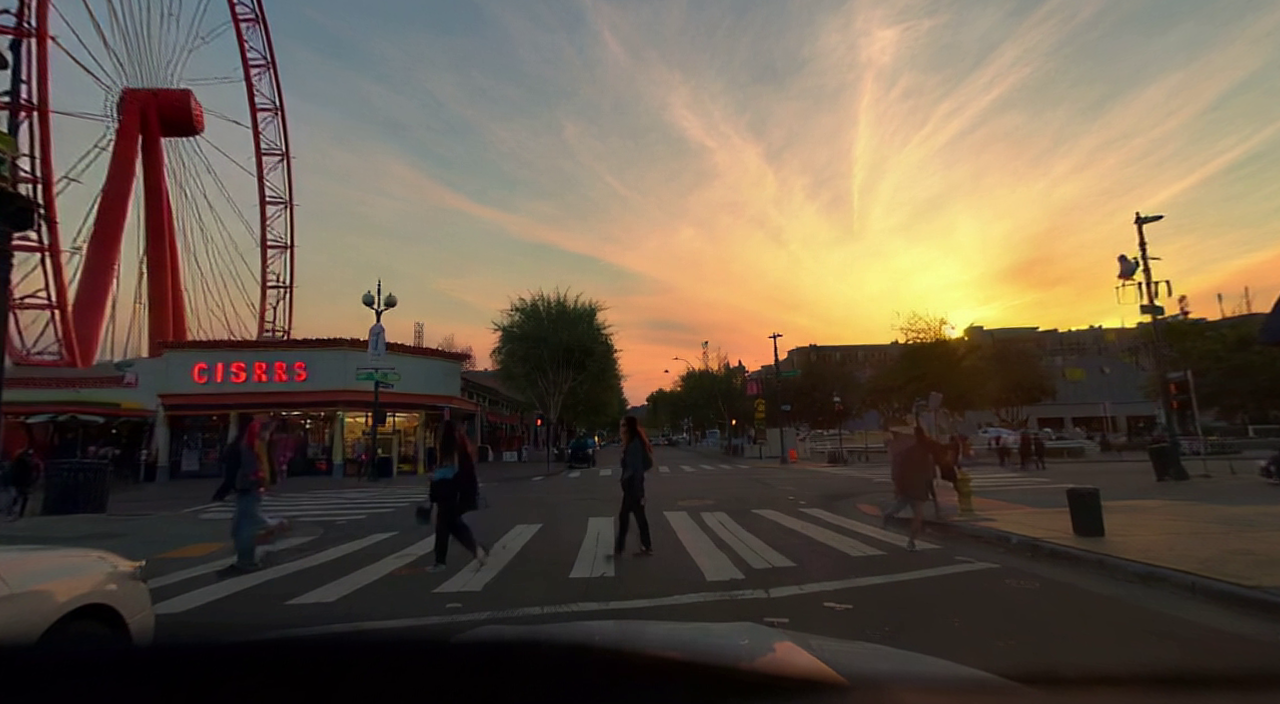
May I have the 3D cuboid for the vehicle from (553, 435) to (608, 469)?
[{"bbox_3d":[-3.885,6.364,40.264,2.549,2.000,5.699,2,-9,-15],"label":"vehicle"}]

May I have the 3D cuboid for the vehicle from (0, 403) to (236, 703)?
[{"bbox_3d":[-3.372,0.785,1.182,1.940,1.505,4.676,-1,-9,3],"label":"vehicle"}]
